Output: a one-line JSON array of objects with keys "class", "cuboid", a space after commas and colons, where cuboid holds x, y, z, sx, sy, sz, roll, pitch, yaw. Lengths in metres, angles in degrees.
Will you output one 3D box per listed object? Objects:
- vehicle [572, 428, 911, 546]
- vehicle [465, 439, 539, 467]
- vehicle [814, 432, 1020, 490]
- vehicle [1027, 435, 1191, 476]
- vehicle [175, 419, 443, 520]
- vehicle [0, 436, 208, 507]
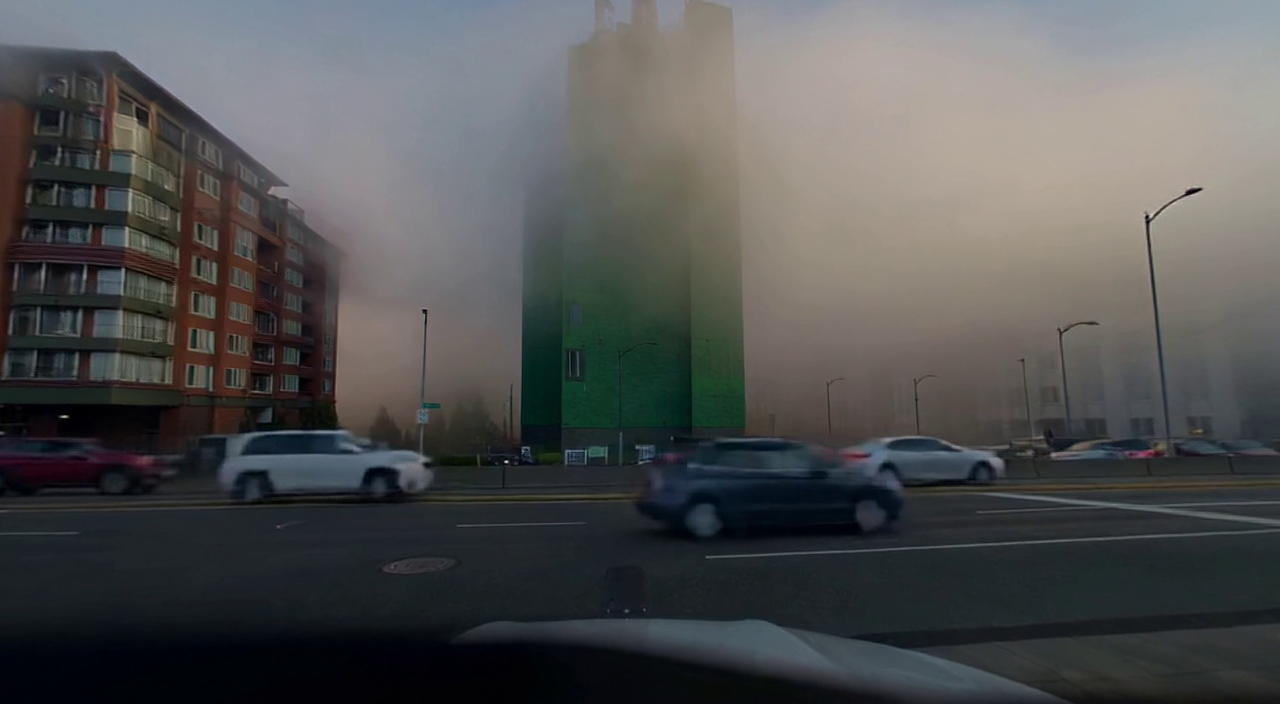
[{"class": "vehicle", "cuboid": [1.375, 1.961, 9.663, 4.685, 1.528, 2.014, 1, -8, -9]}, {"class": "vehicle", "cuboid": [-10.168, 7.471, 46.552, 4.920, 1.956, 1.865, -2, -9, 15]}, {"class": "vehicle", "cuboid": [7.560, 2.969, 17.428, 4.818, 1.470, 1.989, 1, -9, -9]}, {"class": "vehicle", "cuboid": [17.624, 3.890, 23.811, 4.921, 1.453, 1.894, 1, -9, -7]}, {"class": "vehicle", "cuboid": [-5.995, 2.173, 11.957, 4.011, 1.697, 1.857, 1, -9, -9]}, {"class": "vehicle", "cuboid": [-12.939, 2.652, 14.238, 4.795, 1.465, 1.882, 1, -9, -8]}]
